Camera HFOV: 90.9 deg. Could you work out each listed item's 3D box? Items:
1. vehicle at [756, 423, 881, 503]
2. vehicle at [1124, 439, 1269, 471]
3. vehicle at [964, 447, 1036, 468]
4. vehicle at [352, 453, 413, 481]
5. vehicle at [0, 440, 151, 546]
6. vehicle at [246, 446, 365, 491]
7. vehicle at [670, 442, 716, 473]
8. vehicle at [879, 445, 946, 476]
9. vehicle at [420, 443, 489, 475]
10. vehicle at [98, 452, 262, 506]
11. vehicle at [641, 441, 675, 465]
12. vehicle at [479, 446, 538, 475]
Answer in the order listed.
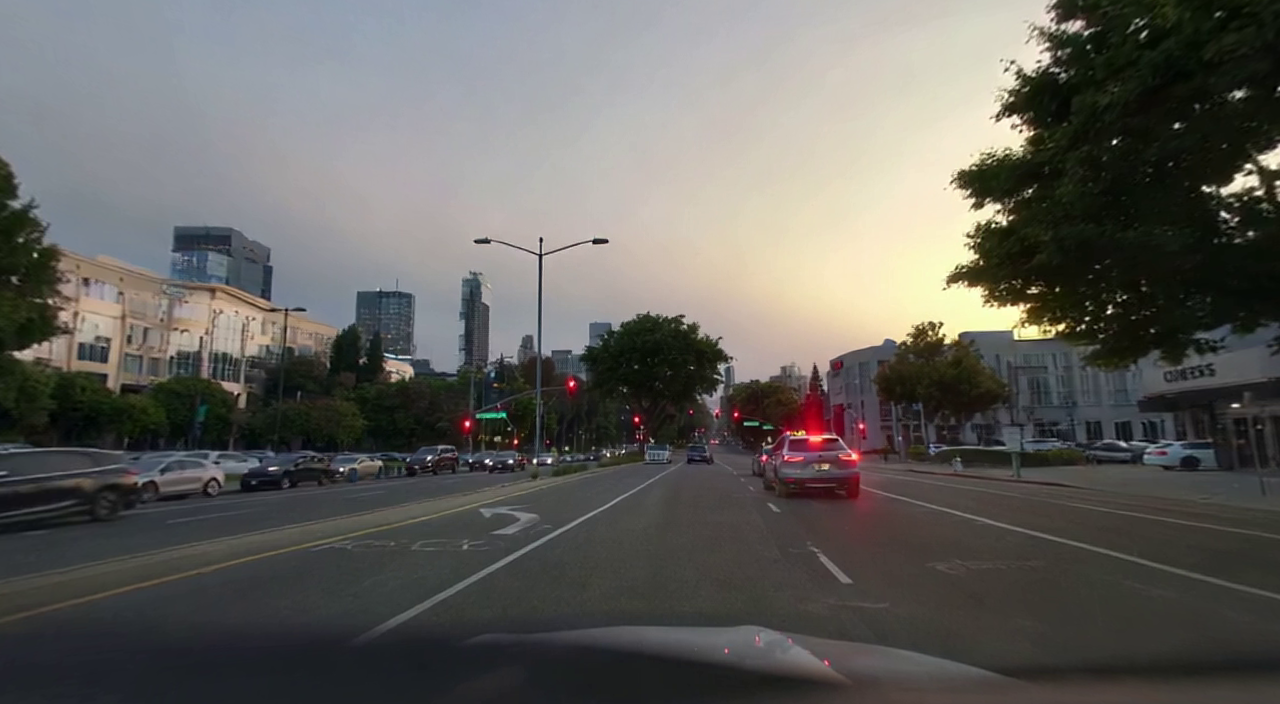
[{"bbox_3d":[4.492,2.879,16.760,2.282,1.797,4.924,-1,-8,5],"label":"vehicle"},{"bbox_3d":[28.930,5.420,33.057,2.043,1.496,5.210,2,-10,-21],"label":"vehicle"},{"bbox_3d":[27.484,8.064,48.290,4.361,1.429,1.843,0,-9,11],"label":"vehicle"},{"bbox_3d":[-14.931,6.660,36.801,1.804,1.437,4.560,0,-8,-2],"label":"vehicle"},{"bbox_3d":[-11.284,2.349,10.637,2.059,1.695,4.595,-1,-8,6],"label":"vehicle"},{"bbox_3d":[-15.587,5.402,29.861,2.200,1.884,5.653,-1,-8,4],"label":"vehicle"},{"bbox_3d":[2.751,5.335,32.069,2.059,1.477,3.988,-1,-8,8],"label":"vehicle"},{"bbox_3d":[13.620,5.401,31.774,1.935,1.435,4.141,-1,-8,6],"label":"vehicle"},{"bbox_3d":[-11.788,6.811,40.524,2.337,1.895,5.872,-1,-8,3],"label":"vehicle"},{"bbox_3d":[-15.734,4.315,21.940,1.937,1.605,4.531,-1,-8,6],"label":"vehicle"},{"bbox_3d":[1.398,7.462,46.632,2.057,1.678,4.639,-1,-8,7],"label":"vehicle"},{"bbox_3d":[-7.645,6.317,37.084,2.047,1.572,4.472,-1,-8,6],"label":"vehicle"}]
